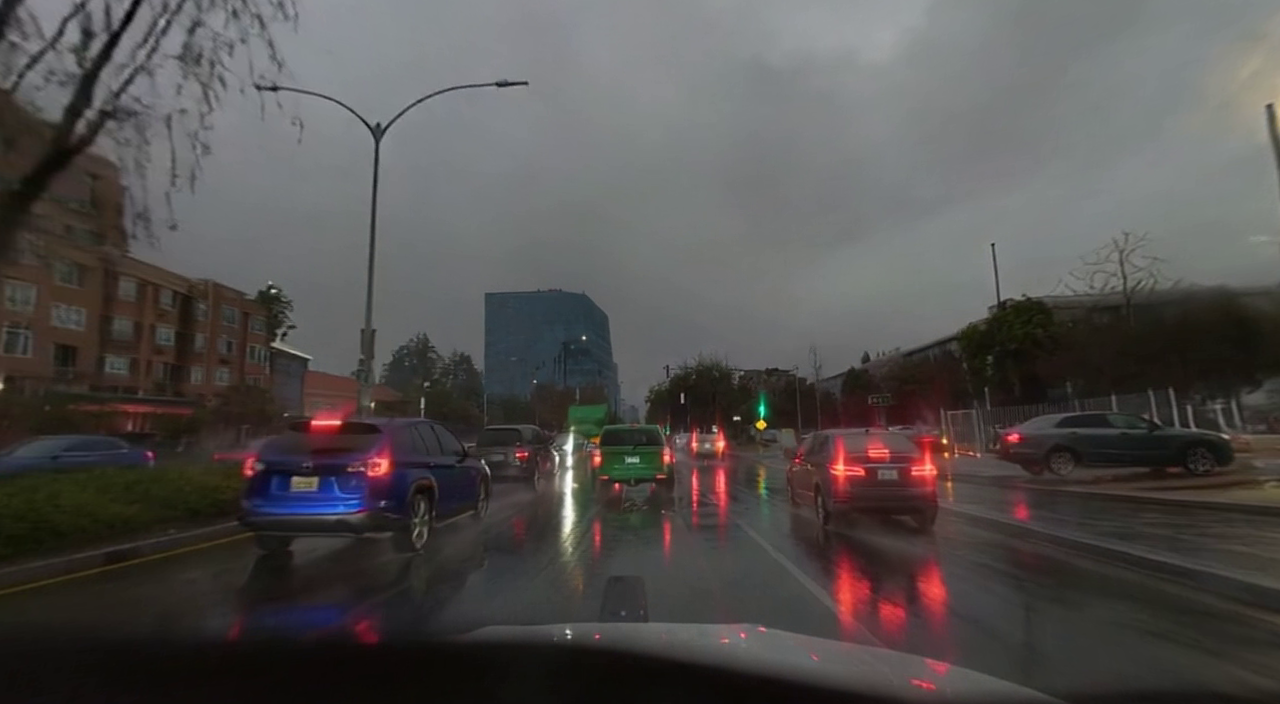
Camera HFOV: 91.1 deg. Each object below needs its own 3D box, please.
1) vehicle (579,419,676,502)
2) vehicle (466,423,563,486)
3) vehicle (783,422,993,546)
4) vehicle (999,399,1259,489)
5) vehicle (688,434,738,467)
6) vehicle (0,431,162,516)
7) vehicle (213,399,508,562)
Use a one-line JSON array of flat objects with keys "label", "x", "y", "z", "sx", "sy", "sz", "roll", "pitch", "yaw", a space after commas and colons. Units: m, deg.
[{"label": "vehicle", "x": -0.216, "y": 2.561, "z": 15.170, "sx": 2.022, "sy": 1.700, "sz": 4.084, "roll": 0, "pitch": -8, "yaw": 1}, {"label": "vehicle", "x": -3.686, "y": 3.125, "z": 19.307, "sx": 2.012, "sy": 1.701, "sz": 4.316, "roll": 0, "pitch": -8, "yaw": 1}, {"label": "vehicle", "x": 3.597, "y": 1.965, "z": 9.970, "sx": 1.847, "sy": 1.554, "sz": 3.885, "roll": 0, "pitch": -8, "yaw": 2}, {"label": "vehicle", "x": 12.525, "y": 2.396, "z": 16.408, "sx": 4.991, "sy": 1.978, "sz": 2.090, "roll": -8, "pitch": -11, "yaw": 42}, {"label": "vehicle", "x": 3.398, "y": 4.687, "z": 29.981, "sx": 1.948, "sy": 1.475, "sz": 4.093, "roll": 0, "pitch": -8, "yaw": 0}, {"label": "vehicle", "x": -12.397, "y": 2.399, "z": 12.793, "sx": 1.843, "sy": 1.509, "sz": 4.301, "roll": 0, "pitch": -8, "yaw": 1}, {"label": "vehicle", "x": -3.417, "y": 1.671, "z": 8.844, "sx": 2.047, "sy": 1.710, "sz": 4.314, "roll": 0, "pitch": -8, "yaw": 2}]
